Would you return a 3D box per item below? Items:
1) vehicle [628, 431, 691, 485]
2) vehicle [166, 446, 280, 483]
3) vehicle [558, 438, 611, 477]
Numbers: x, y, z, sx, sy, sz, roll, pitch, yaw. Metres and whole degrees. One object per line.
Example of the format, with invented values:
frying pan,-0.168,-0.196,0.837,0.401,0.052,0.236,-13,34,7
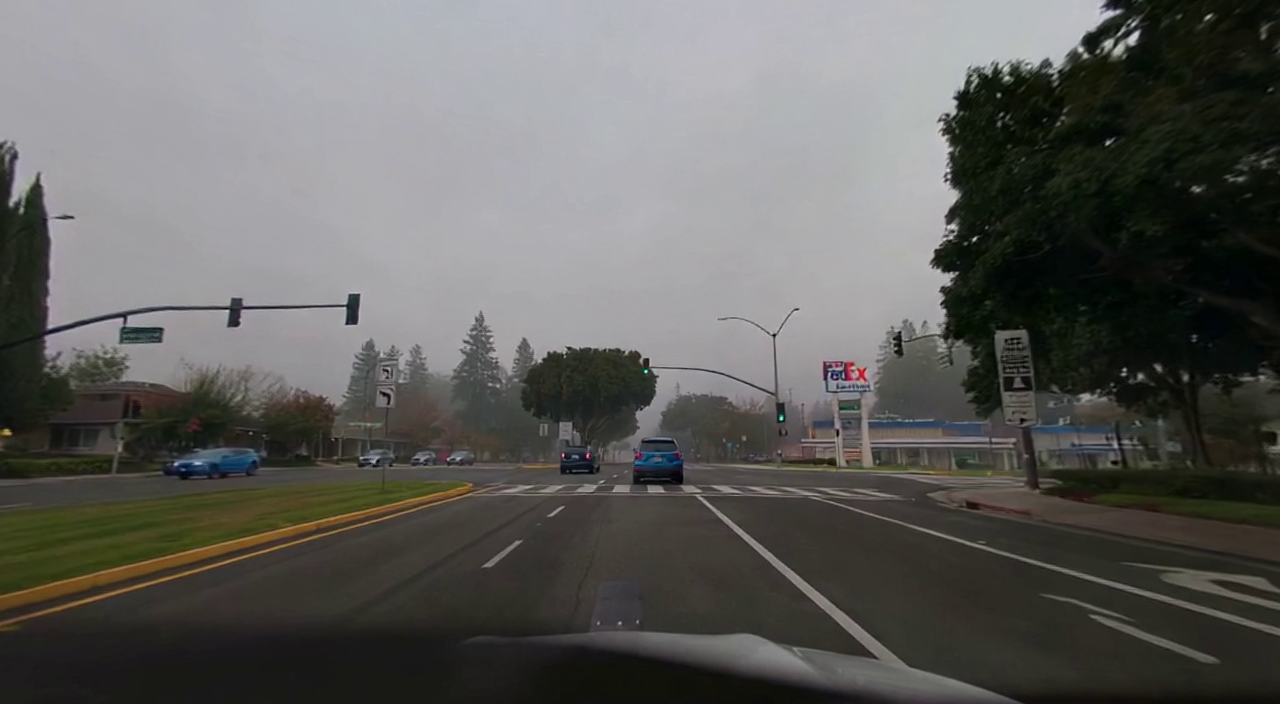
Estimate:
vehicle,0.749,4.220,25.405,2.273,1.909,5.075,0,-9,1
vehicle,-18.939,5.115,29.040,1.950,1.512,4.794,0,-9,0
vehicle,-2.782,5.426,32.831,2.202,1.856,4.516,0,-9,2
